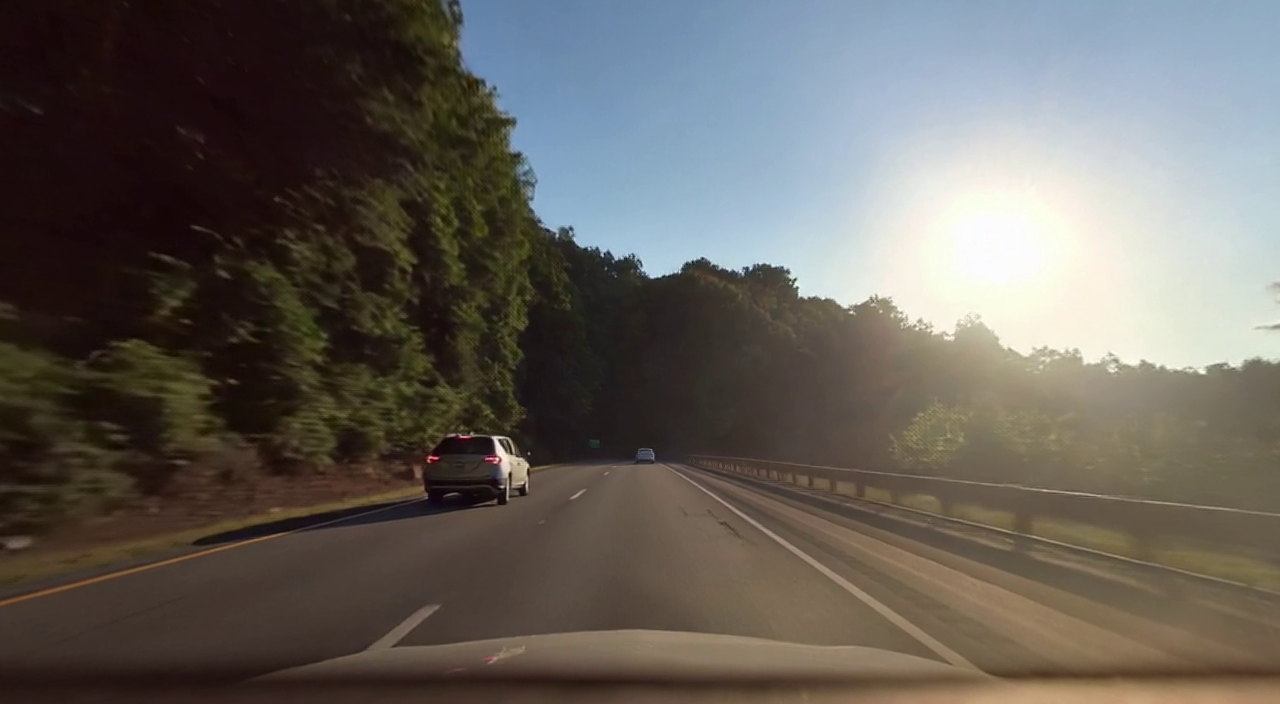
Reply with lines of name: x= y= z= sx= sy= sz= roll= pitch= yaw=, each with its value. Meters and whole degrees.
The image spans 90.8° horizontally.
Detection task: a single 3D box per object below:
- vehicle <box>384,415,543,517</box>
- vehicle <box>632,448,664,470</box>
vehicle: x=-3.959 y=2.692 z=15.329 sx=2.418 sy=2.049 sz=4.930 roll=0 pitch=-9 yaw=0
vehicle: x=0.494 y=7.313 z=43.361 sx=2.046 sy=1.452 sz=4.407 roll=0 pitch=-9 yaw=-1
